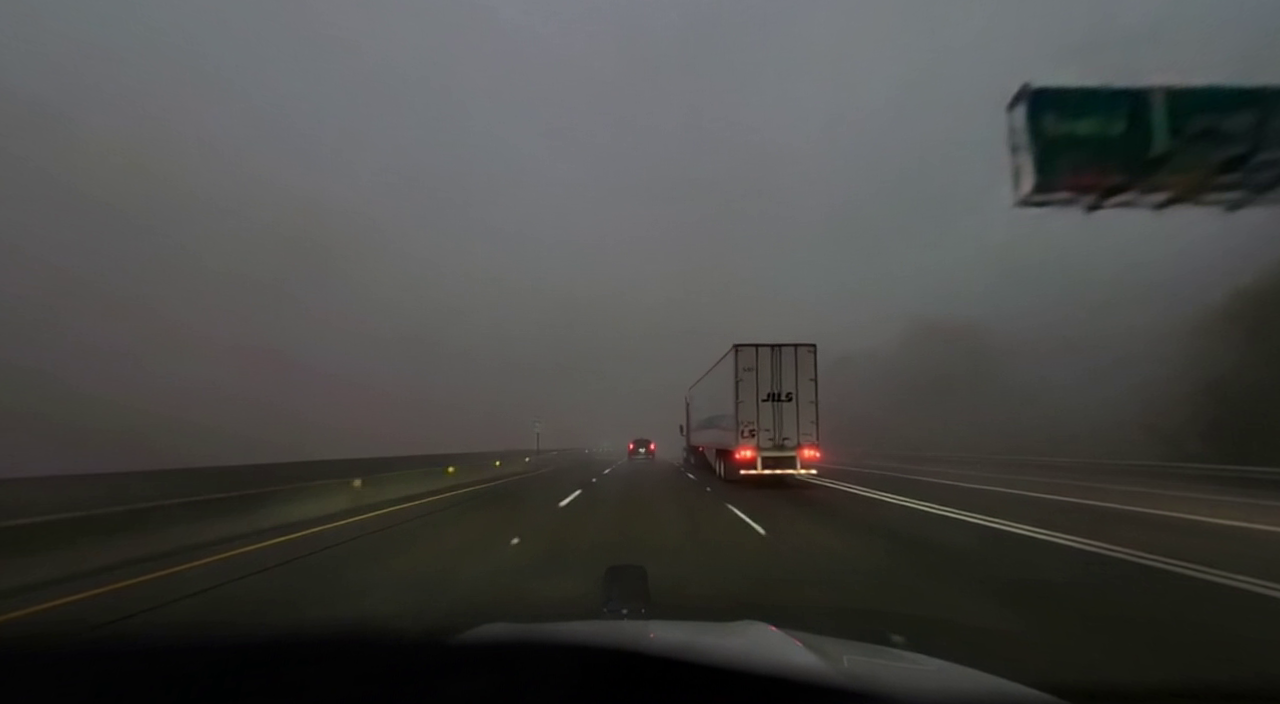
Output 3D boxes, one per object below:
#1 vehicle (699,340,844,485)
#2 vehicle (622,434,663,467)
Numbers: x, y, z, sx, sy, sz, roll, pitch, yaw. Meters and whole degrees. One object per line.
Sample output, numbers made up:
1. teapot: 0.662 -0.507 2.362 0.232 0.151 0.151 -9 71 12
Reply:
1. vehicle: 4.180 2.417 22.977 3.014 4.068 10.359 0 -8 0
2. vehicle: 0.119 5.264 33.835 2.050 1.654 4.192 0 -8 0
